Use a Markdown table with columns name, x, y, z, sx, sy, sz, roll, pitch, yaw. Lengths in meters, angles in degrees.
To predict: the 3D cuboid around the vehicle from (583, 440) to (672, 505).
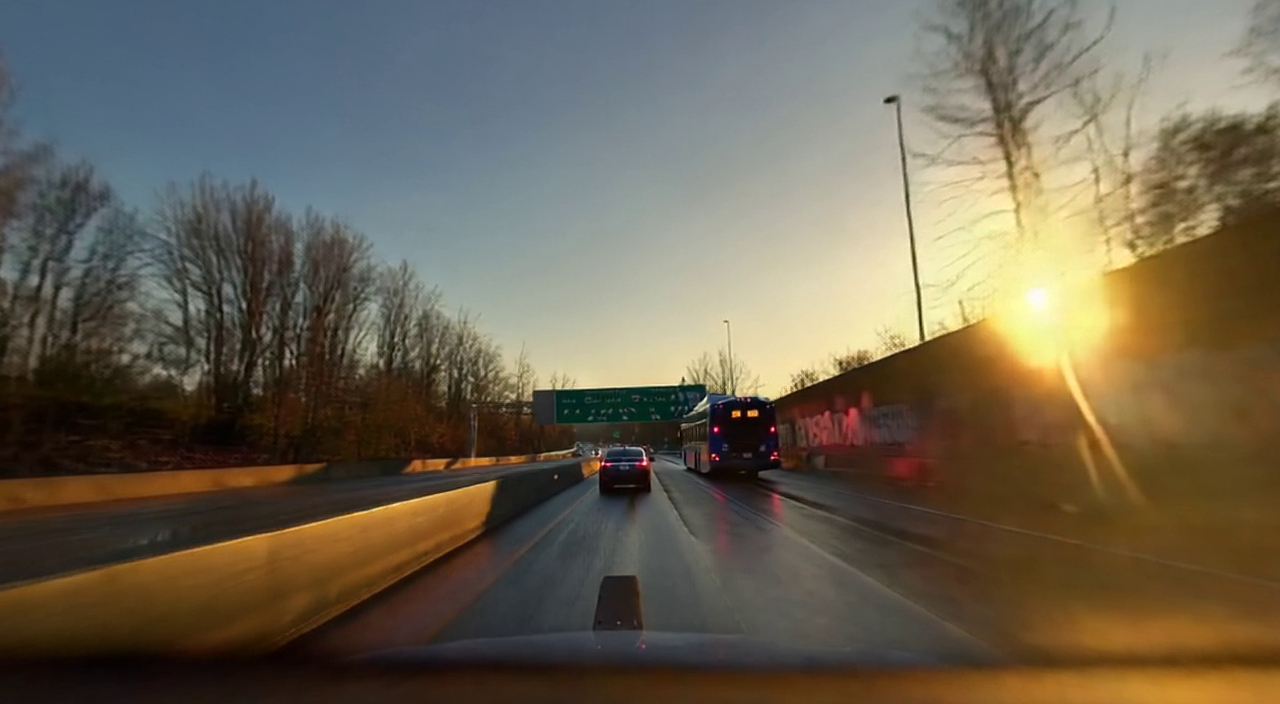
| name | x | y | z | sx | sy | sz | roll | pitch | yaw |
| --- | --- | --- | --- | --- | --- | --- | --- | --- | --- |
| vehicle | -0.289 | 3.240 | 17.235 | 2.160 | 1.532 | 4.073 | -1 | -9 | 1 |

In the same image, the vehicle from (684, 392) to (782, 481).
| name | x | y | z | sx | sy | sz | roll | pitch | yaw |
| --- | --- | --- | --- | --- | --- | --- | --- | --- | --- |
| vehicle | 4.117 | 4.326 | 31.262 | 3.055 | 3.479 | 12.521 | -1 | -9 | 0 |
